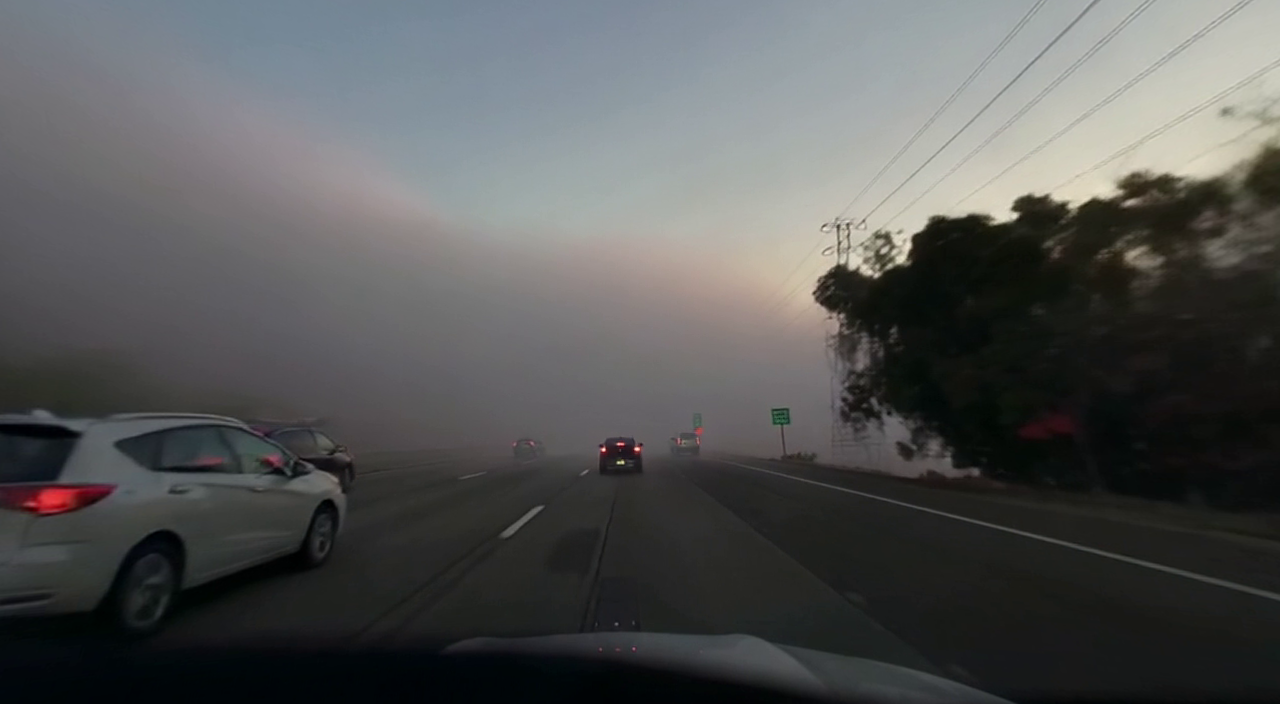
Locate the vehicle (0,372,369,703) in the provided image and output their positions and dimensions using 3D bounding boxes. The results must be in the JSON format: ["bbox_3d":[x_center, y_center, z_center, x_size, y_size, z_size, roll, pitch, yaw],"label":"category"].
[{"bbox_3d":[-3.893,1.113,4.499,1.901,1.601,4.610,0,-8,-1],"label":"vehicle"}]

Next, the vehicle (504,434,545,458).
[{"bbox_3d":[-7.708,6.295,42.448,1.992,1.494,4.133,0,-8,0],"label":"vehicle"}]

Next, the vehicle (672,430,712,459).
[{"bbox_3d":[3.143,5.711,39.032,1.950,1.695,4.446,0,-8,-2],"label":"vehicle"}]

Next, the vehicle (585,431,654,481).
[{"bbox_3d":[-0.639,3.351,20.676,2.086,1.488,3.440,0,-8,-1],"label":"vehicle"}]
